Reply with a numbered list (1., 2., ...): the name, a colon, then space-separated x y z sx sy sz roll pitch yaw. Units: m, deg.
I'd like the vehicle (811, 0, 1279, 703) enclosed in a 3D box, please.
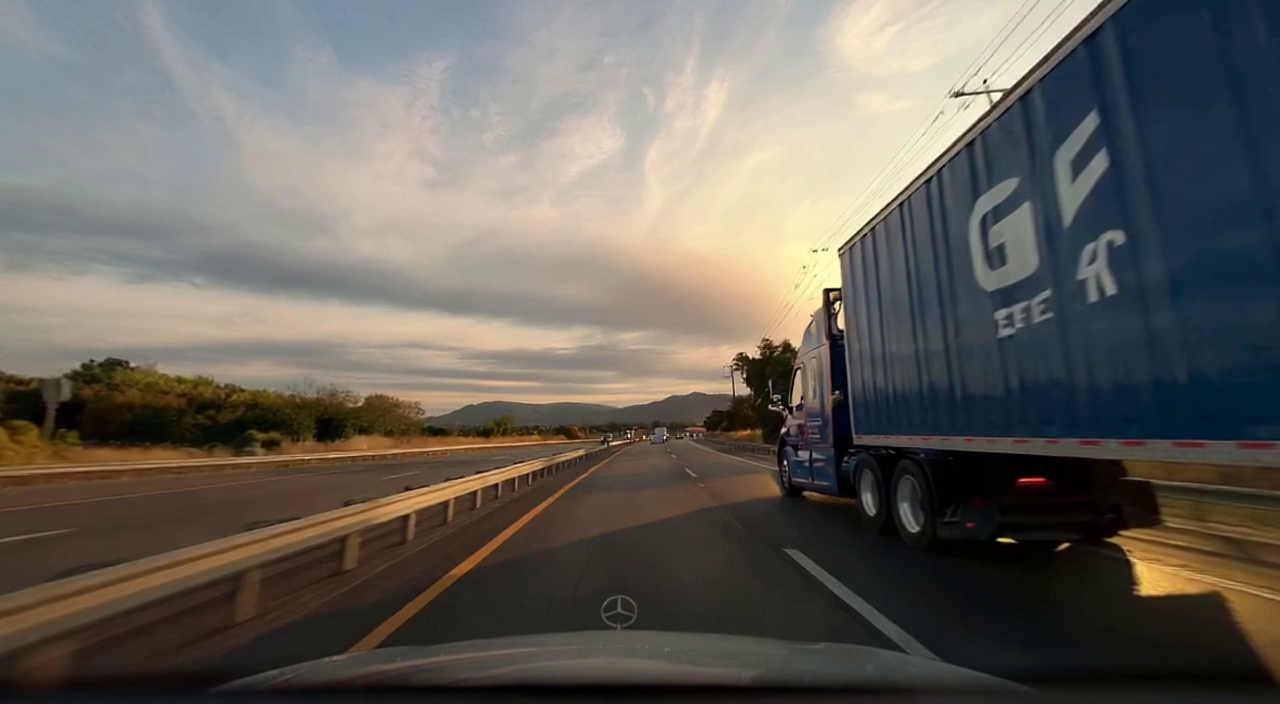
1. vehicle: 4.029 -0.365 2.281 3.013 4.076 13.783 0 -8 0
